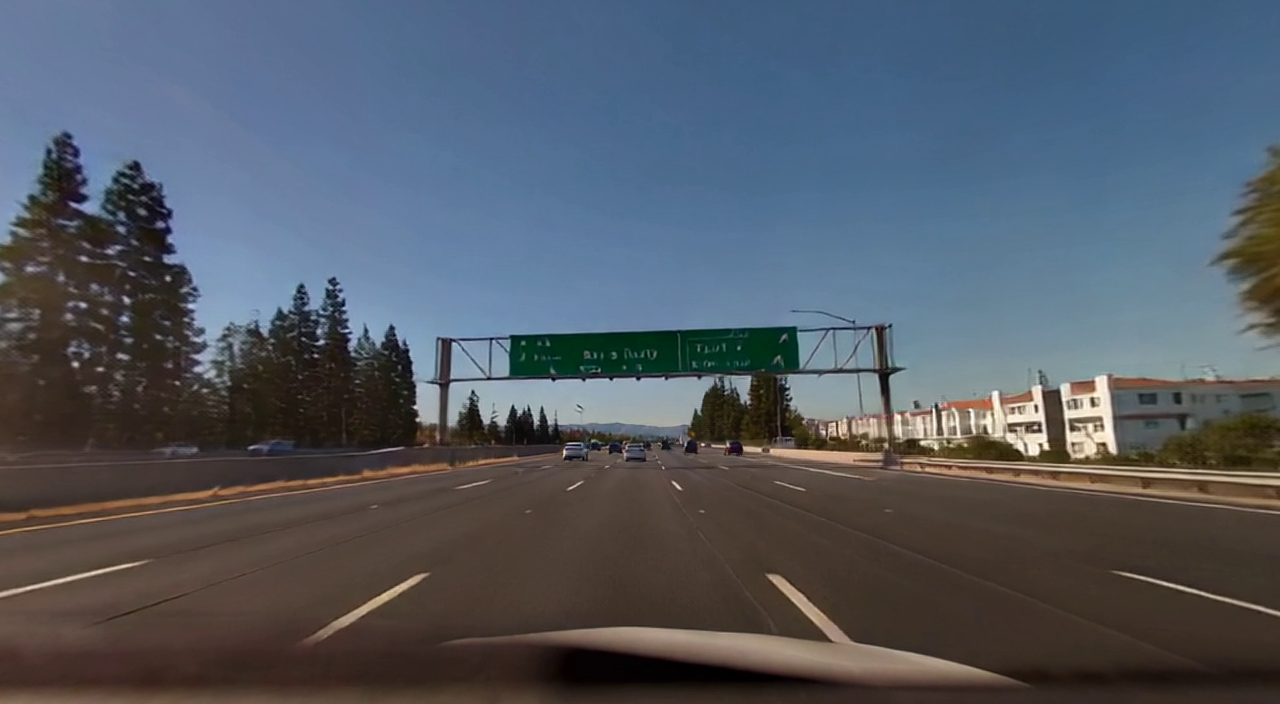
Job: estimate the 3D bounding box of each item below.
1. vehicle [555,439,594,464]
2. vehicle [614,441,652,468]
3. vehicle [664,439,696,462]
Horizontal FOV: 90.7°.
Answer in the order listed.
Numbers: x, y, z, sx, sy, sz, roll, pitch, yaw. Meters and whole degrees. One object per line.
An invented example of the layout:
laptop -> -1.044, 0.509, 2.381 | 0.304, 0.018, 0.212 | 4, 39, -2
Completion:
vehicle -> -4.629, 7.107, 45.276 | 2.260, 1.706, 4.177 | 0, -8, 0
vehicle -> -0.434, 6.193, 38.370 | 2.146, 1.485, 4.332 | 0, -8, -1
vehicle -> 3.023, 7.514, 48.341 | 2.084, 1.624, 3.935 | 0, -8, -1
